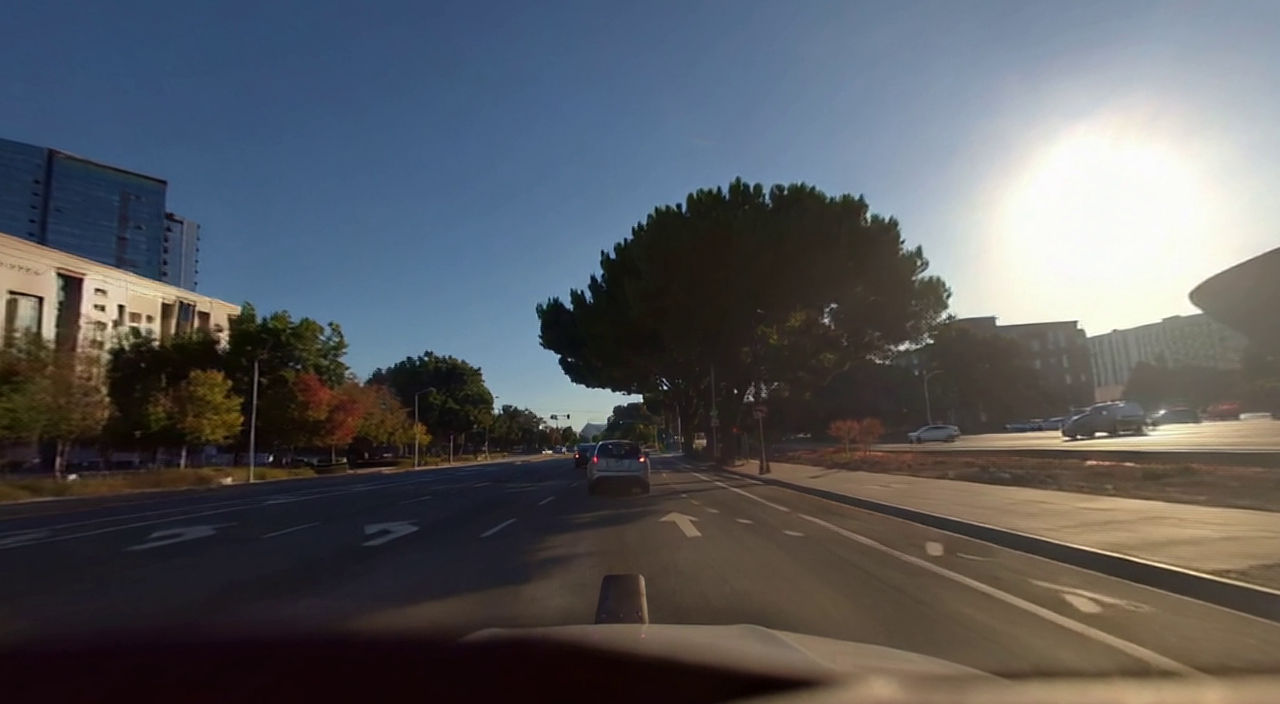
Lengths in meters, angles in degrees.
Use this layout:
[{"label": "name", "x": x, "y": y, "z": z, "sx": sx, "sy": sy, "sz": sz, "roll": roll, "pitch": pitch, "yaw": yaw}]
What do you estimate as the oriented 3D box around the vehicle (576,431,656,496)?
[{"label": "vehicle", "x": -0.649, "y": 3.277, "z": 18.891, "sx": 2.130, "sy": 1.711, "sz": 4.038, "roll": 0, "pitch": -9, "yaw": 0}]
